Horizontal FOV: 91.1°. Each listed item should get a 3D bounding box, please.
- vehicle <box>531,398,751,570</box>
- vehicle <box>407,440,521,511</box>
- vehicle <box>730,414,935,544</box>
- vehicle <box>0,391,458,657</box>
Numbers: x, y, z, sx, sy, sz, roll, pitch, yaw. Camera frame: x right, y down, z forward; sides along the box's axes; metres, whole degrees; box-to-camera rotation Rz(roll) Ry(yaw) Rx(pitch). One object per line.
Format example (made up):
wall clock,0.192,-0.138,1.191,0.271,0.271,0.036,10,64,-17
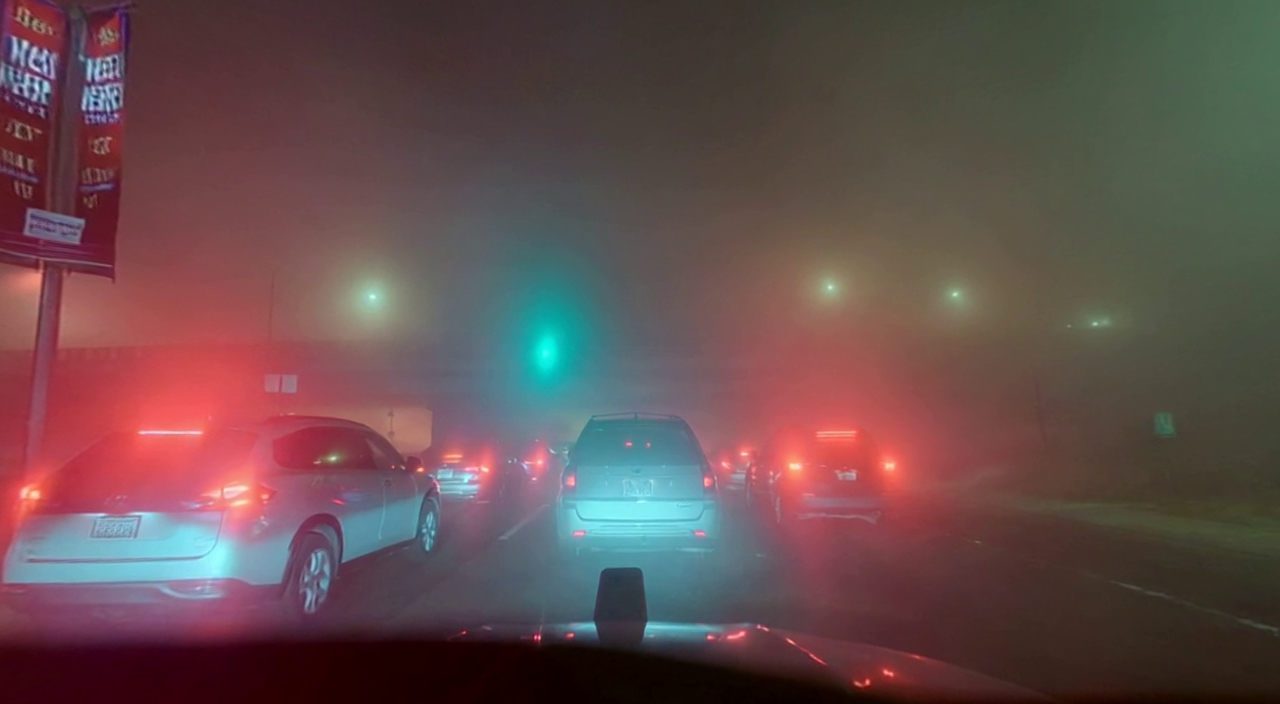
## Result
vehicle,-0.079,1.772,9.208,2.409,1.864,4.471,0,-9,-2
vehicle,-4.158,2.948,15.428,1.797,1.505,3.506,0,-9,0
vehicle,3.064,2.138,11.260,2.016,1.804,4.681,0,-9,-2
vehicle,-3.495,1.432,6.277,2.039,1.709,4.265,0,-9,0
